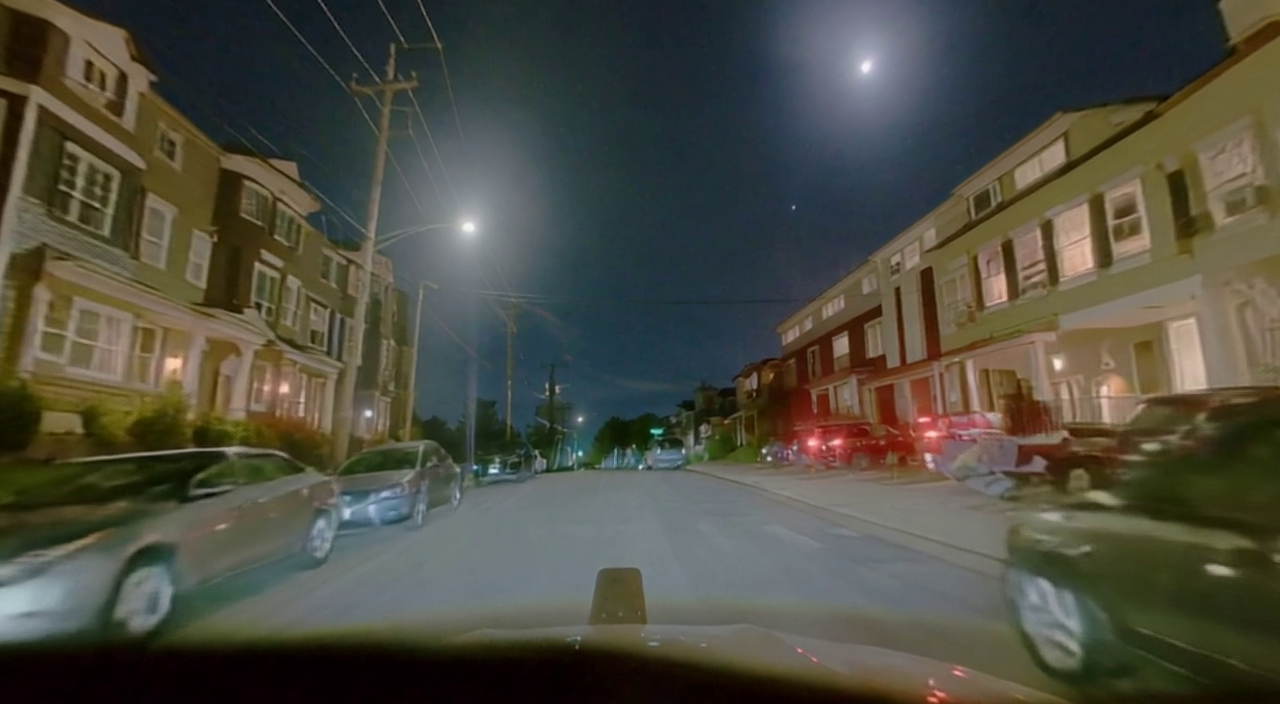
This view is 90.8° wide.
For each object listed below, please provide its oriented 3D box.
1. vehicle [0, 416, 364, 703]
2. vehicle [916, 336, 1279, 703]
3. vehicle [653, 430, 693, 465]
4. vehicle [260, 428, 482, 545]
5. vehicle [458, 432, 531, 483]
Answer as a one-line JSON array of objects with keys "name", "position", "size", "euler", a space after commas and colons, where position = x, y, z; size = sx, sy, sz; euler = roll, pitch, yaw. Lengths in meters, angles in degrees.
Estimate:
[{"name": "vehicle", "position": [-4.332, 1.455, 5.600], "size": [1.975, 1.513, 4.406], "euler": [-2, -8, -2]}, {"name": "vehicle", "position": [3.205, 0.784, 2.335], "size": [1.957, 1.644, 4.433], "euler": [1, -8, -6]}, {"name": "vehicle", "position": [2.176, 6.445, 42.789], "size": [2.343, 2.229, 4.199], "euler": [0, -8, -2]}, {"name": "vehicle", "position": [-4.550, 2.271, 11.736], "size": [2.084, 1.522, 4.925], "euler": [3, -6, -2]}, {"name": "vehicle", "position": [-5.272, 3.811, 23.335], "size": [1.967, 1.656, 3.924], "euler": [1, -7, -4]}]
